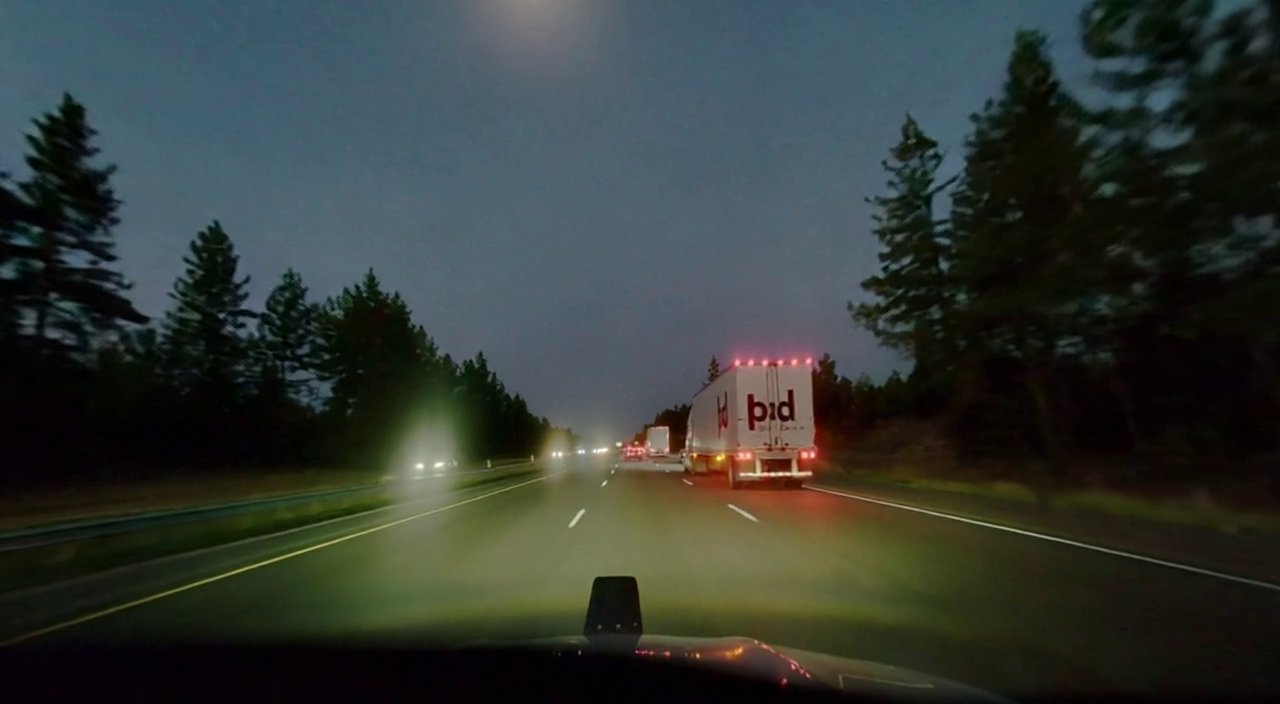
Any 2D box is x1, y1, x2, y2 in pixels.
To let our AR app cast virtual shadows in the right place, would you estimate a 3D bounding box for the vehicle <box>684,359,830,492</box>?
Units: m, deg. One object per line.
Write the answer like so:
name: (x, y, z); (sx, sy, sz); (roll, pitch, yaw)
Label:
vehicle: (4.005, 3.272, 25.968); (2.973, 4.007, 14.076); (0, -9, -1)
